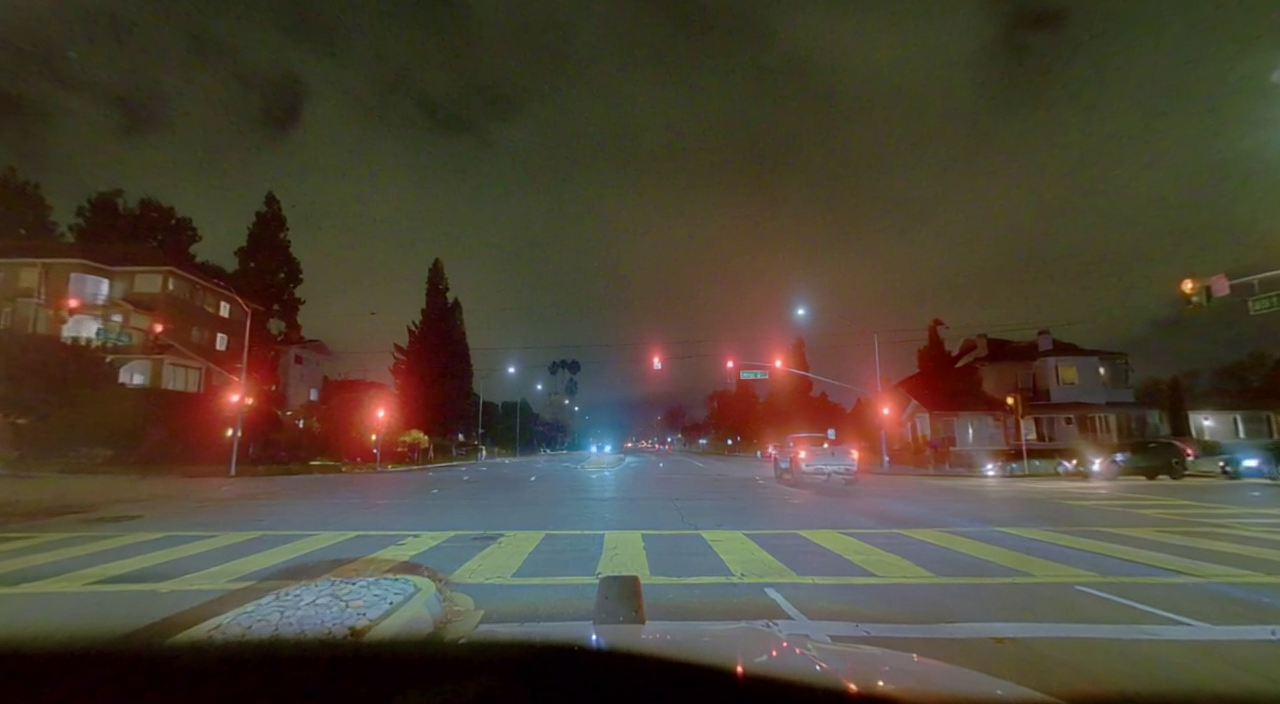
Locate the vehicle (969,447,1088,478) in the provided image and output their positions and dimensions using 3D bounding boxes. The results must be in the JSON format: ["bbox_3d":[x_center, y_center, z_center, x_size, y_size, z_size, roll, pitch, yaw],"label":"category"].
[{"bbox_3d":[19.730,5.609,32.237,4.874,1.544,1.779,0,-9,1],"label":"vehicle"}]

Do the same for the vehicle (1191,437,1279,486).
[{"bbox_3d":[23.634,4.042,23.462,4.417,1.725,1.969,0,-9,-1],"label":"vehicle"}]

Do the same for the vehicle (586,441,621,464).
[{"bbox_3d":[-2.391,6.715,42.282,2.045,1.484,3.991,0,-9,0],"label":"vehicle"}]

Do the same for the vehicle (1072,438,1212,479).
[{"bbox_3d":[23.503,4.991,29.741,4.807,1.835,2.033,0,-9,-1],"label":"vehicle"}]

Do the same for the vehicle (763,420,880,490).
[{"bbox_3d":[5.929,3.476,21.618,2.273,2.042,5.717,0,-9,0],"label":"vehicle"}]
